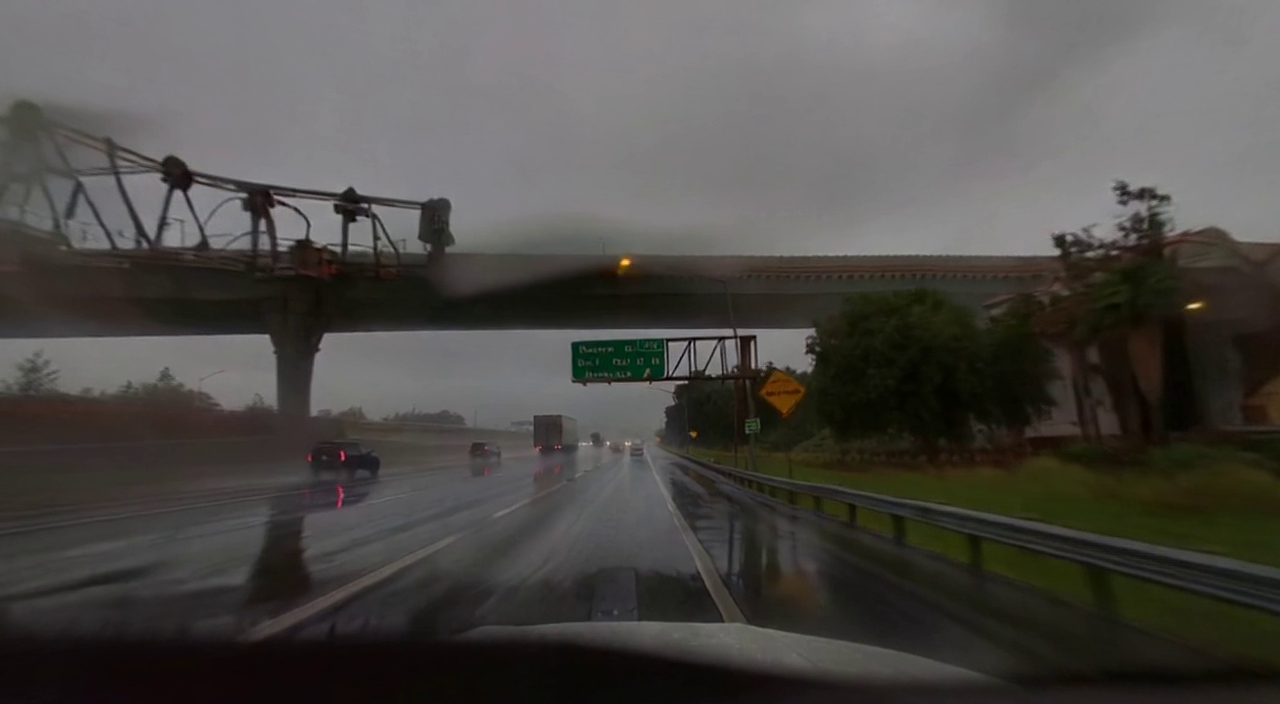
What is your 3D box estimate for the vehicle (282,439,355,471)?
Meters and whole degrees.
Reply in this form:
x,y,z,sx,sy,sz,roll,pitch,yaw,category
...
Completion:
x,y,z,sx,sy,sz,roll,pitch,yaw,category
-18.919,6.065,37.427,1.932,1.752,4.541,0,-8,0,vehicle
